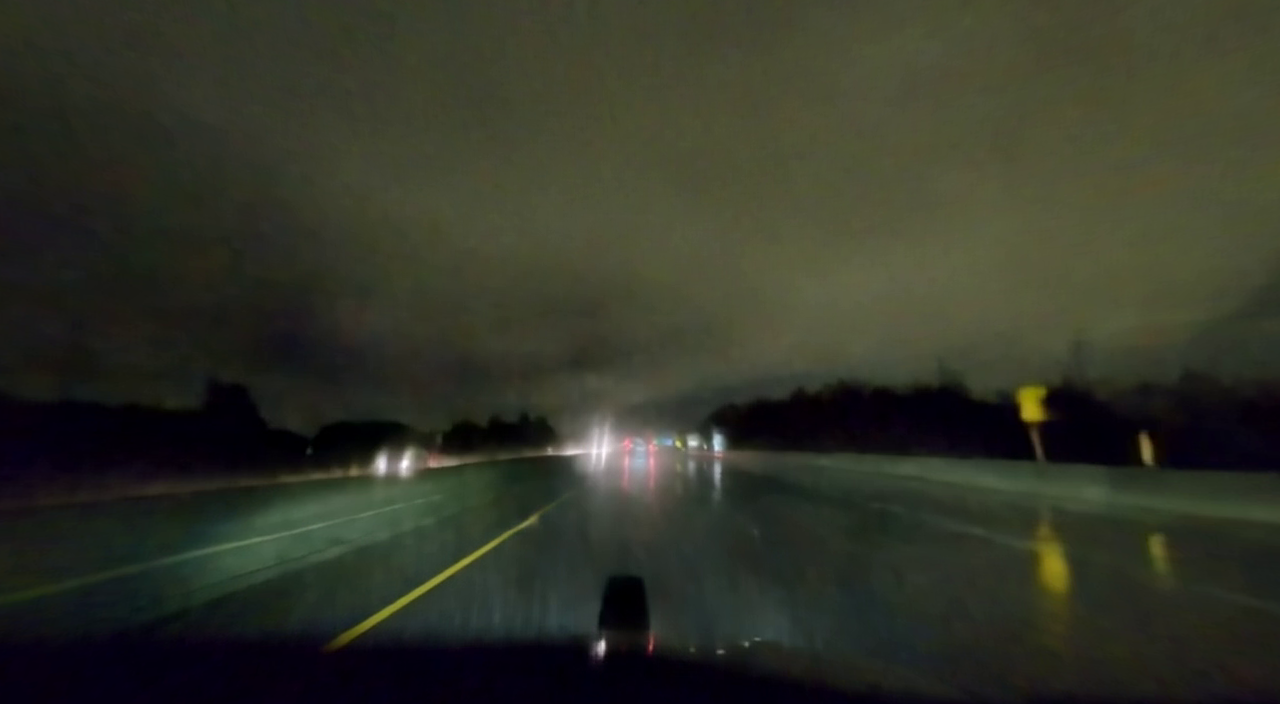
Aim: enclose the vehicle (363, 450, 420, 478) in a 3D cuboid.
[{"bbox_3d":[-18.013,8.097,46.015,2.166,1.867,5.001,0,-8,0],"label":"vehicle"}]
